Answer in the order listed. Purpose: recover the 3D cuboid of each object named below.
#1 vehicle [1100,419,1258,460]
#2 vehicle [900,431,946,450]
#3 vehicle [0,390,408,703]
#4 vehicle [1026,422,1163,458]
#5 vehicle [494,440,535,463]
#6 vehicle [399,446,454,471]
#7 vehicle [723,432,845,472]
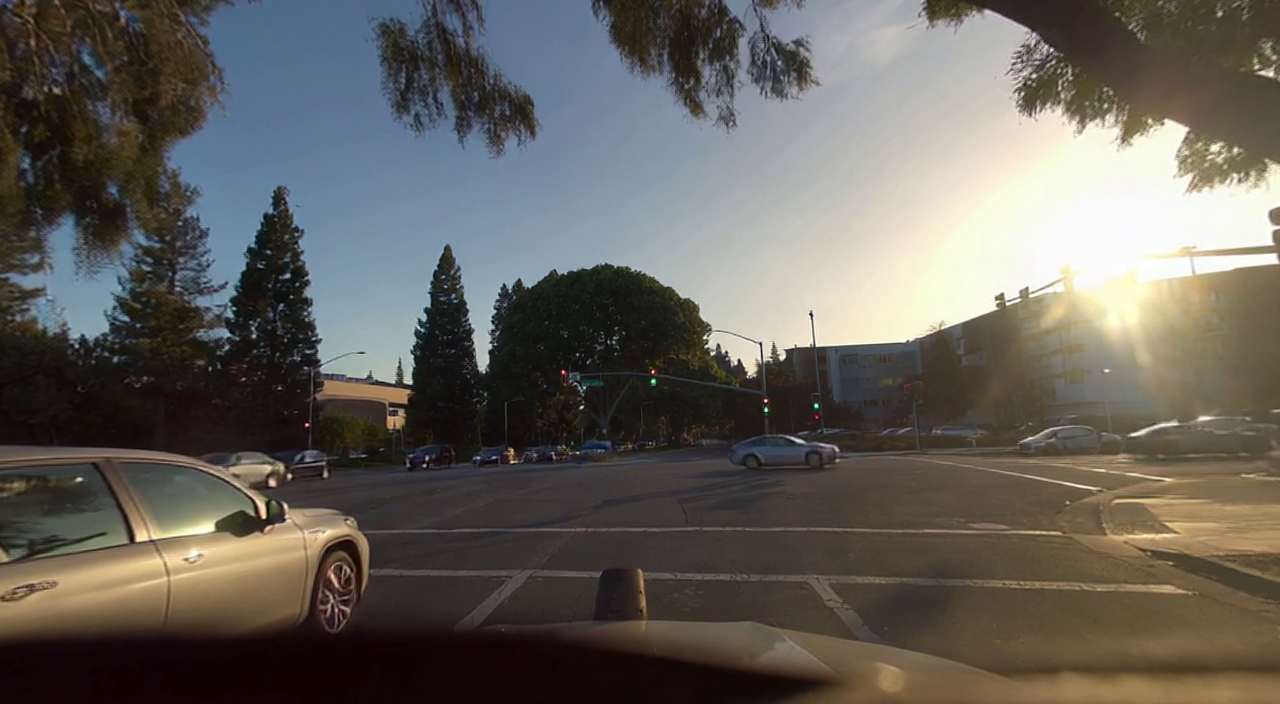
[{"bbox_3d":[20.658,3.382,24.319,4.180,1.478,1.986,0,-8,1],"label":"vehicle"},{"bbox_3d":[22.448,6.993,49.860,1.930,1.410,4.313,-8,-12,43],"label":"vehicle"},{"bbox_3d":[-2.944,1.000,2.830,1.924,1.482,4.734,0,-8,1],"label":"vehicle"},{"bbox_3d":[19.902,3.861,27.729,4.552,1.492,2.002,0,-9,-4],"label":"vehicle"},{"bbox_3d":[-9.684,7.712,48.982,1.905,1.724,4.449,-1,-8,5],"label":"vehicle"},{"bbox_3d":[-14.003,6.986,41.537,1.935,1.554,3.995,-1,-8,5],"label":"vehicle"},{"bbox_3d":[5.706,3.956,25.060,4.364,1.450,1.841,-4,-9,26],"label":"vehicle"}]
